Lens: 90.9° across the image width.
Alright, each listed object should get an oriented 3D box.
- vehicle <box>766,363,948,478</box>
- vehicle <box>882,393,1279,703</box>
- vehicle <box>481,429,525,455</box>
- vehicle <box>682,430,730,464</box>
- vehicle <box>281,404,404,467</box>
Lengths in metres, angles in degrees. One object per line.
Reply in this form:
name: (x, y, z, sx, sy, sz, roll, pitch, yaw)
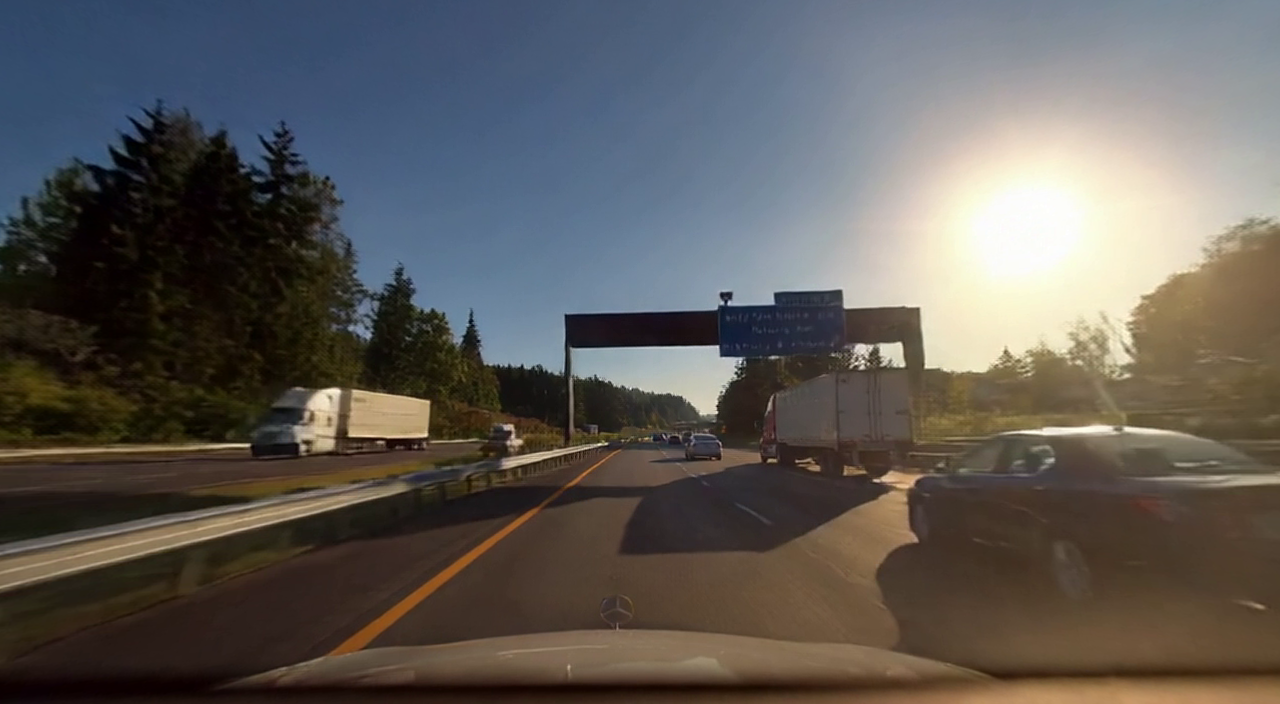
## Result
vehicle: (9.130, 3.340, 29.505, 3.440, 4.093, 13.944, 0, -8, -1)
vehicle: (3.815, 1.216, 4.904, 1.986, 1.501, 4.529, 0, -8, -1)
vehicle: (-9.233, 6.115, 42.795, 1.978, 1.644, 4.368, 0, -8, 0)
vehicle: (3.465, 5.110, 34.090, 2.011, 1.672, 4.415, 0, -8, -2)
vehicle: (-12.805, 3.675, 27.762, 2.366, 2.438, 6.059, 0, -8, 0)
